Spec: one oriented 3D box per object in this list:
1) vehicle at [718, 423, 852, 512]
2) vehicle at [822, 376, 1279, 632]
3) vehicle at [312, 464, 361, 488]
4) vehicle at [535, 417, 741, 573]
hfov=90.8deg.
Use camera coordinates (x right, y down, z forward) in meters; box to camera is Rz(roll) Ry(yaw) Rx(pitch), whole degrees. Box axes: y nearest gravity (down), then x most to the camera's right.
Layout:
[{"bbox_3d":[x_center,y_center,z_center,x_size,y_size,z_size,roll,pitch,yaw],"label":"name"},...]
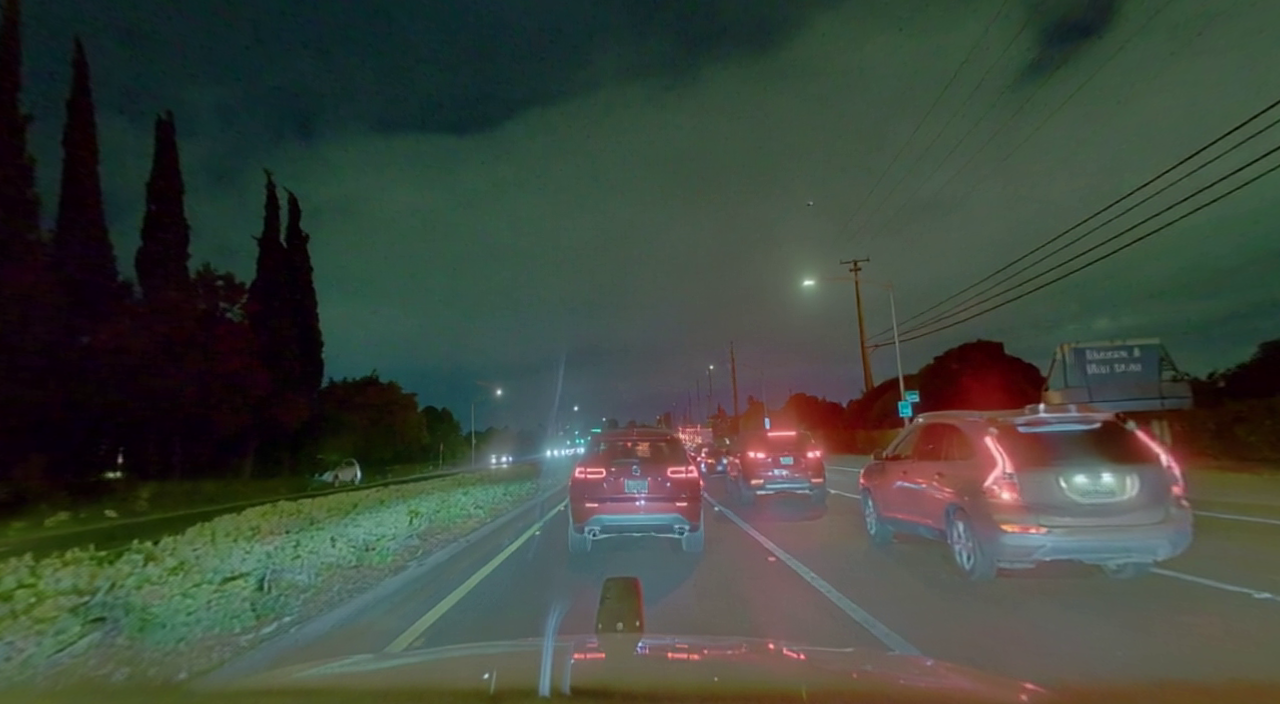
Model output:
[{"bbox_3d":[3.276,2.719,15.353,2.097,1.818,4.625,0,-8,-1],"label":"vehicle"},{"bbox_3d":[3.512,1.328,6.431,2.001,1.707,4.250,0,-8,-1],"label":"vehicle"},{"bbox_3d":[-22.906,9.368,47.827,1.847,1.554,3.926,0,-8,-1],"label":"vehicle"},{"bbox_3d":[-0.064,1.845,8.943,2.199,1.641,4.232,0,-8,-1],"label":"vehicle"}]
